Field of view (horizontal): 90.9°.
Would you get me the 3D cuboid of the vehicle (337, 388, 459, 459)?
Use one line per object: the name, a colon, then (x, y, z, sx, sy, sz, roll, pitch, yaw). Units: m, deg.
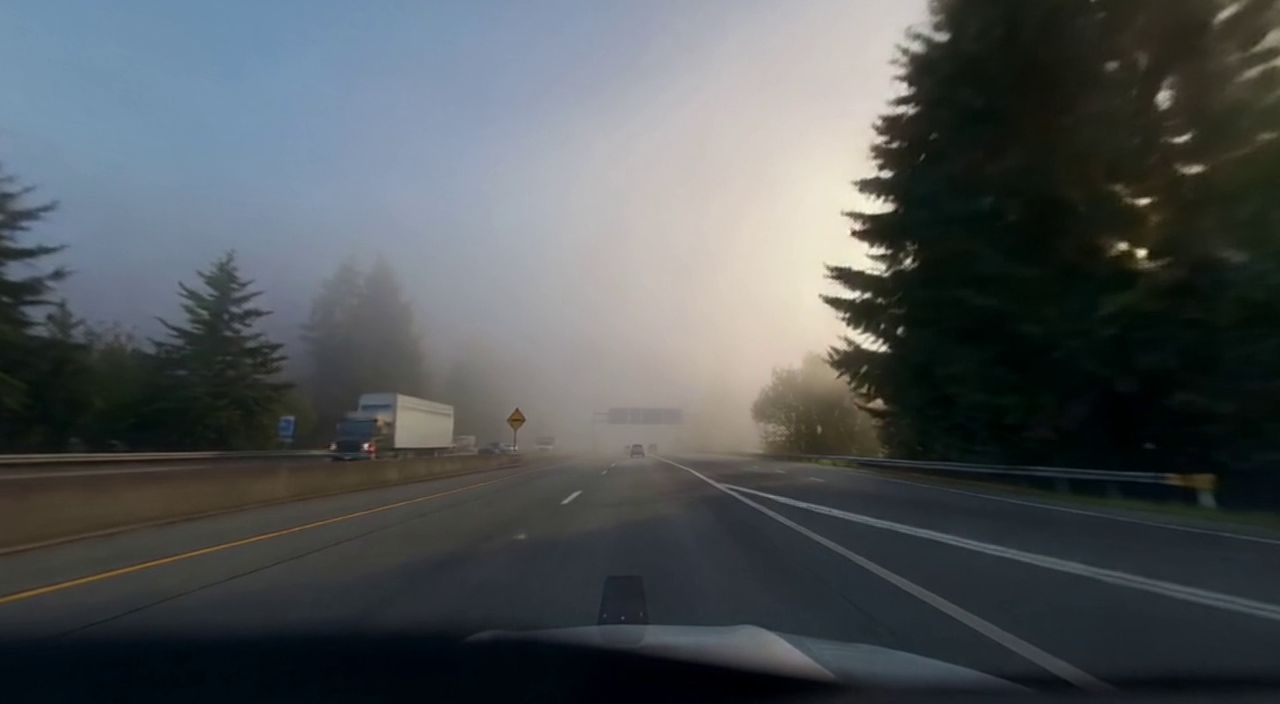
vehicle: (-16.415, 5.455, 44.740, 2.743, 4.034, 16.022, -2, -9, -1)
